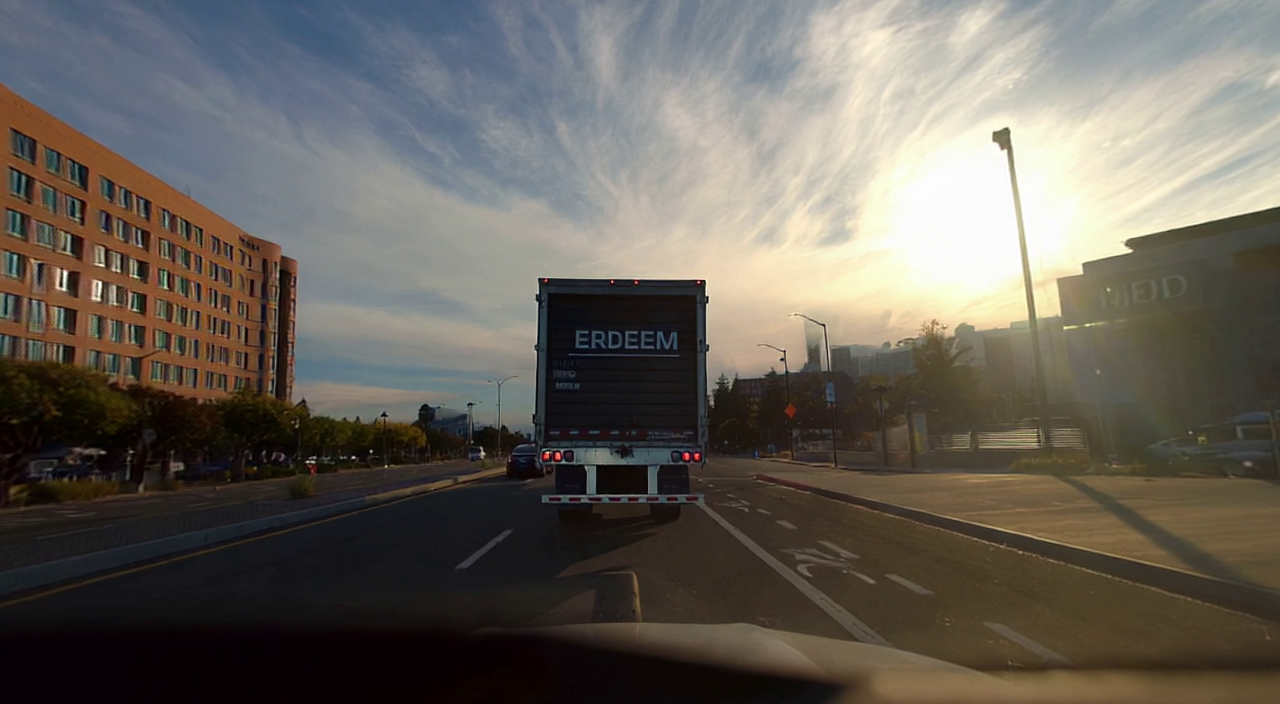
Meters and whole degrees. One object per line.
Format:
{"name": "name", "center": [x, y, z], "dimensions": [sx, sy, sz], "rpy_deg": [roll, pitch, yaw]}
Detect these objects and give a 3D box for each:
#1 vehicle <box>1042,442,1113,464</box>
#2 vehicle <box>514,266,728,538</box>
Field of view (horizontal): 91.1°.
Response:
{"name": "vehicle", "center": [31.381, 7.214, 45.157], "dimensions": [1.652, 1.423, 3.797], "rpy_deg": [5, -9, -35]}
{"name": "vehicle", "center": [-0.190, 1.266, 13.329], "dimensions": [2.876, 3.724, 9.351], "rpy_deg": [0, -8, 1]}
